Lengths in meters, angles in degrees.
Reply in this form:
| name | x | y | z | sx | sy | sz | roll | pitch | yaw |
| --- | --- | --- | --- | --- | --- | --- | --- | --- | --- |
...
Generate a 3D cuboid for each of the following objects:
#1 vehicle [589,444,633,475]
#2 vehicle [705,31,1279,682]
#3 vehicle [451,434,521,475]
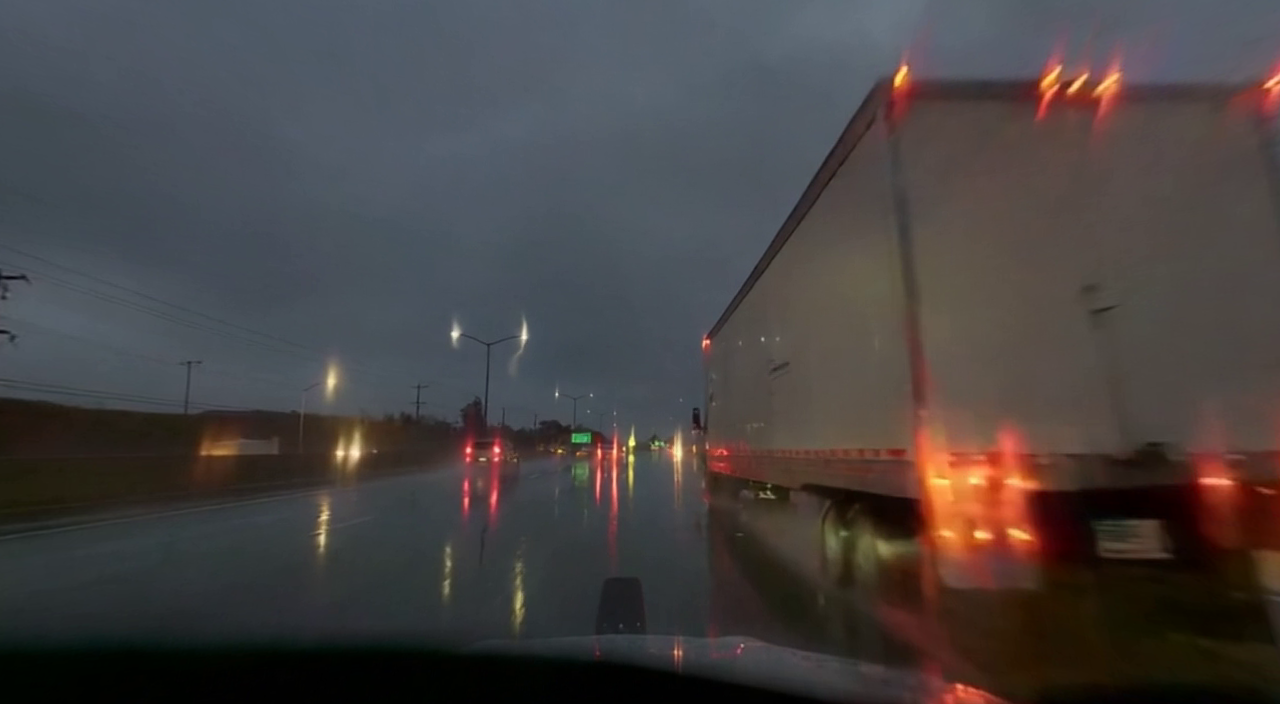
| name | x | y | z | sx | sy | sz | roll | pitch | yaw |
| --- | --- | --- | --- | --- | --- | --- | --- | --- | --- |
| vehicle | -1.502 | 5.731 | 33.879 | 2.060 | 1.508 | 4.308 | 0 | -9 | 1 |
| vehicle | 3.162 | 0.760 | 9.609 | 3.045 | 3.923 | 11.834 | 0 | -9 | 0 |
| vehicle | -7.327 | 4.940 | 30.467 | 2.147 | 1.825 | 4.602 | 0 | -9 | 0 |
